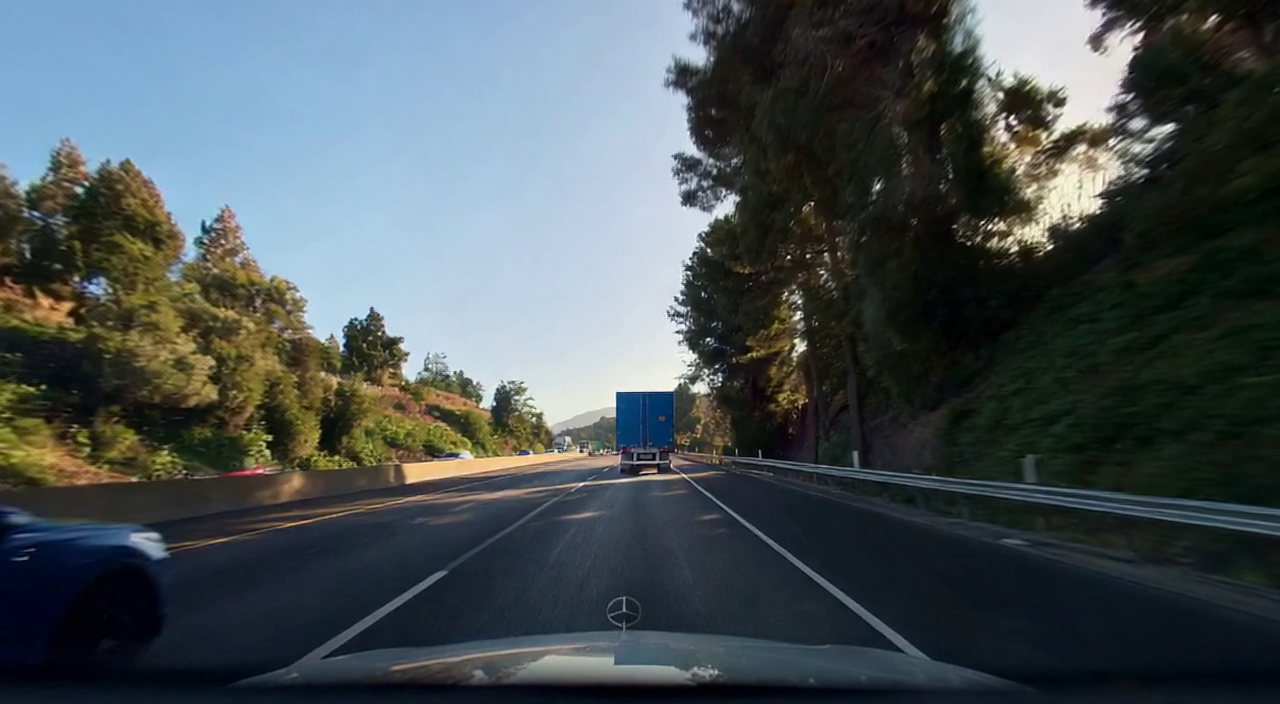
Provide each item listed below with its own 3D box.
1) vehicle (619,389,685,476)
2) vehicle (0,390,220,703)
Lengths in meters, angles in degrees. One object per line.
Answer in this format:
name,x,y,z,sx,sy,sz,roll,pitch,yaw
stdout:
vehicle,0.485,4.356,33.087,2.959,3.828,9.617,0,-9,-1
vehicle,-3.619,0.743,1.289,2.074,1.546,4.946,0,-9,0
